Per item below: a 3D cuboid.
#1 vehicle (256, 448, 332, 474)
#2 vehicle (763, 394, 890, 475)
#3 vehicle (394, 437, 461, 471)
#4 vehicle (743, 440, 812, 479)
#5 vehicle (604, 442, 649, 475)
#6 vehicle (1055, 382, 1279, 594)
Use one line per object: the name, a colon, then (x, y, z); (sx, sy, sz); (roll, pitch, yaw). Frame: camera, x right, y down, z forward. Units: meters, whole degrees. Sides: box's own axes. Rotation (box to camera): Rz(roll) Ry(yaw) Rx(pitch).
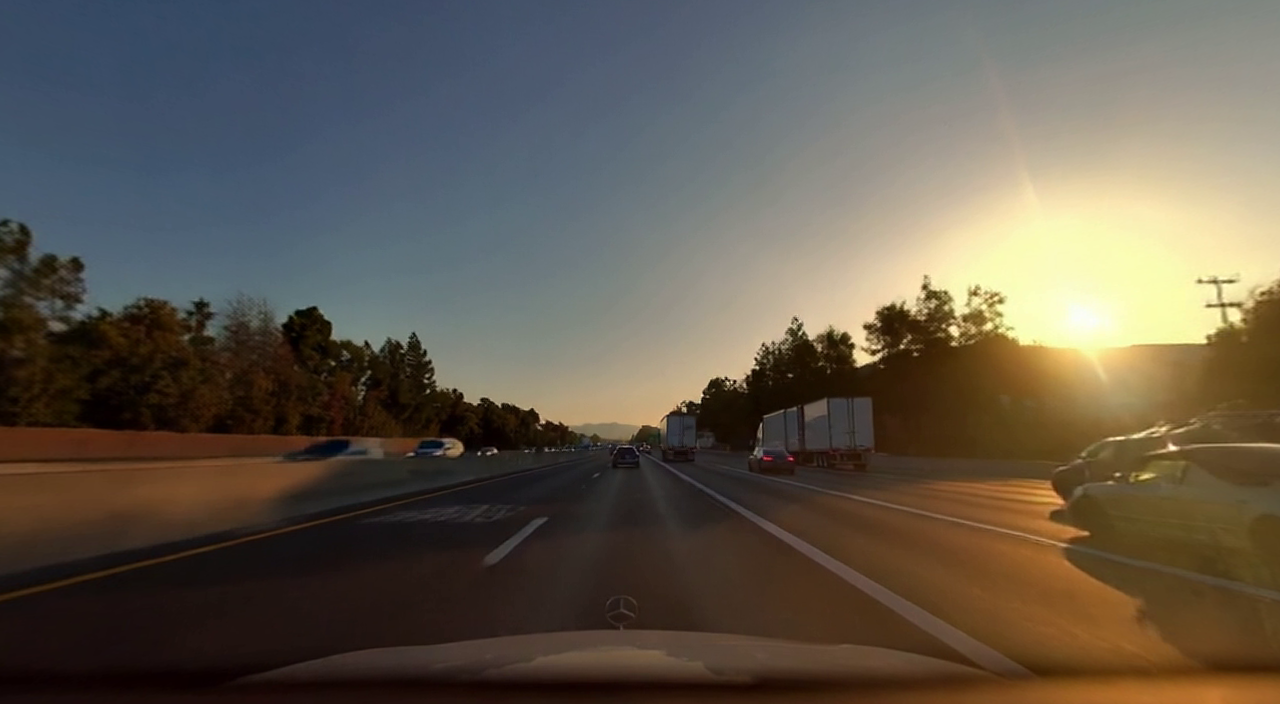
vehicle: (-20.662, 6.518, 37.968); (1.895, 1.457, 4.677); (0, -9, 0)
vehicle: (11.312, 5.589, 41.268); (2.898, 4.171, 17.188); (0, -9, -1)
vehicle: (-12.896, 6.227, 38.724); (2.179, 1.895, 5.631); (0, -9, -1)
vehicle: (6.253, 4.952, 29.304); (2.154, 1.658, 4.347); (0, -9, 0)
vehicle: (-0.680, 5.406, 32.183); (2.163, 1.551, 4.180); (0, -9, -1)
vehicle: (7.309, 1.341, 6.320); (2.369, 2.007, 5.700); (0, -9, 0)
